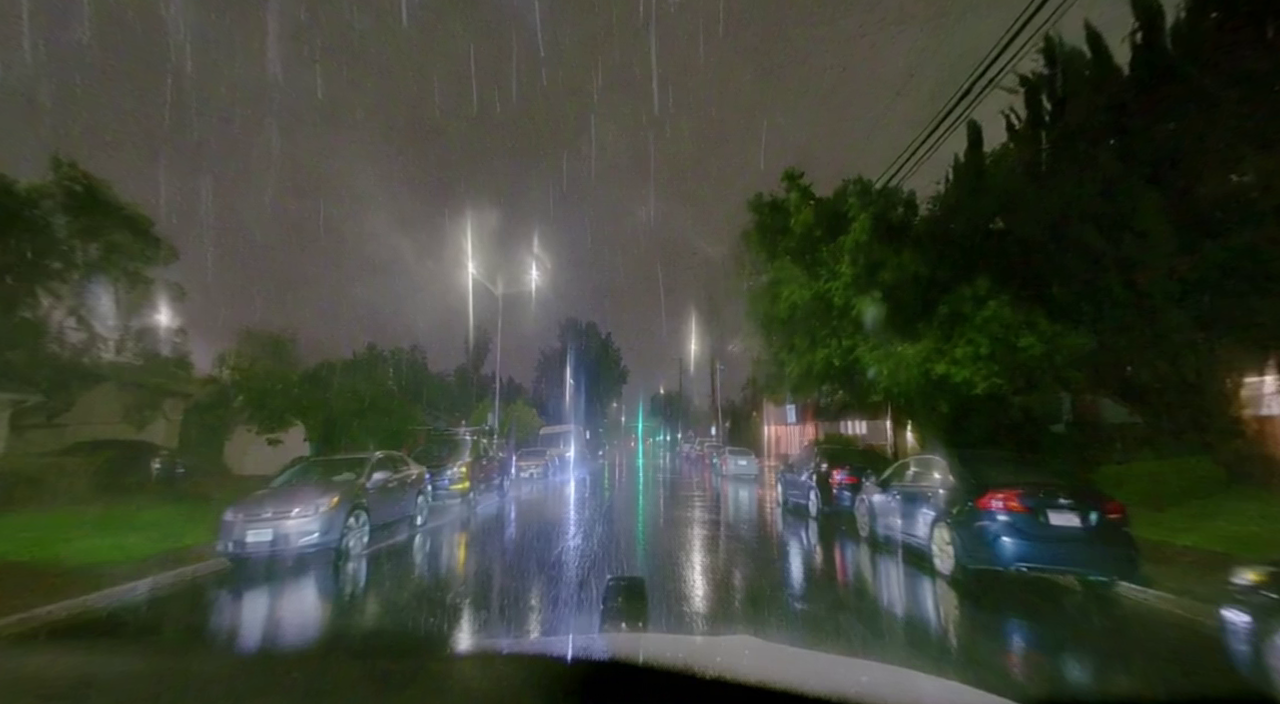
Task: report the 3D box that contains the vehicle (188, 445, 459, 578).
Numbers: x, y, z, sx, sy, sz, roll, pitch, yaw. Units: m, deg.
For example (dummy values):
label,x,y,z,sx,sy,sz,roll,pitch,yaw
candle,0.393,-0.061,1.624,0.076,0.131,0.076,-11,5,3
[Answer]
label,x,y,z,sx,sy,sz,roll,pitch,yaw
vehicle,-4.604,2.325,10.146,2.008,1.524,4.602,-1,-8,0

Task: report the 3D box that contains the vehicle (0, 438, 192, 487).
label,x,y,z,sx,sy,sz,roll,pitch,yaw
vehicle,-17.442,3.519,20.120,4.573,1.460,2.022,0,-8,0

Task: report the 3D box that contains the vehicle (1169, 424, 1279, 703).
label,x,y,z,sx,sy,sz,roll,pitch,yaw
vehicle,3.968,0.882,1.134,1.893,1.500,4.830,3,-8,1

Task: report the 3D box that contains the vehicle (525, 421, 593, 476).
label,x,y,z,sx,sy,sz,roll,pitch,yaw
vehicle,-4.277,5.241,34.234,2.470,2.613,5.989,-4,-9,4

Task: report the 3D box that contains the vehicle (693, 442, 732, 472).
label,x,y,z,sx,sy,sz,roll,pitch,yaw
vehicle,4.254,6.193,37.343,1.839,1.520,4.498,3,-8,1

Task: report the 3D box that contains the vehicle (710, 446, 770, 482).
label,x,y,z,sx,sy,sz,roll,pitch,yaw
vehicle,4.303,4.861,27.544,1.846,1.351,4.272,3,-8,-1

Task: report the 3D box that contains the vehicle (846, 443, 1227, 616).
label,x,y,z,sx,sy,sz,roll,pitch,yaw
vehicle,4.205,1.881,7.733,1.852,1.487,4.327,0,-8,0

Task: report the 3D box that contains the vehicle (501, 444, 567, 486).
label,x,y,z,sx,sy,sz,roll,pitch,yaw
vehicle,-4.639,5.016,28.255,2.023,1.568,4.942,-3,-9,1
